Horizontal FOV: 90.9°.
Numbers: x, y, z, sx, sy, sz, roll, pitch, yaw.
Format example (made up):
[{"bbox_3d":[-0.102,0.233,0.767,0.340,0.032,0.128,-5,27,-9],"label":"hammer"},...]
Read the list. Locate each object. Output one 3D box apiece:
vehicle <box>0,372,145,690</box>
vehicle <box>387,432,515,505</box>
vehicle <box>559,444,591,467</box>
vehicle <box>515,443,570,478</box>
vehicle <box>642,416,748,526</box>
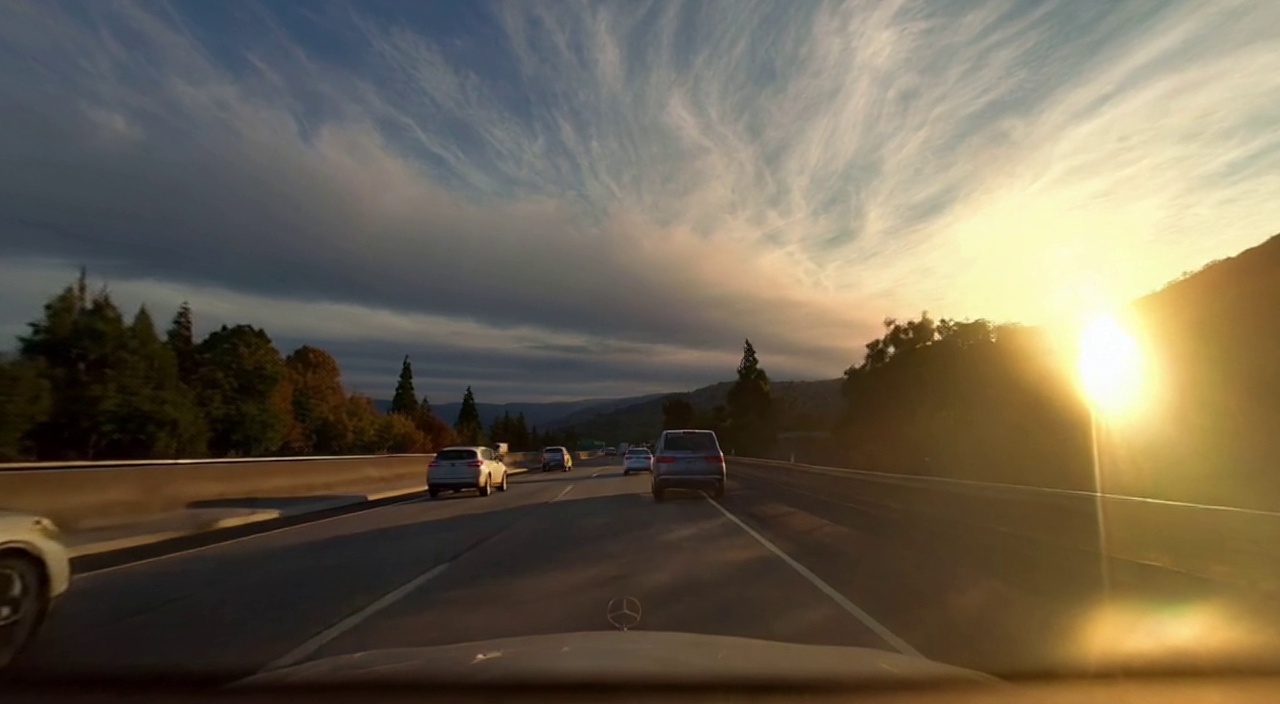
[{"bbox_3d":[-4.375,0.766,2.161,2.034,1.642,3.969,0,-9,1],"label":"vehicle"},{"bbox_3d":[-4.730,2.976,16.501,1.934,1.642,4.201,0,-9,2],"label":"vehicle"},{"bbox_3d":[-4.548,7.362,44.798,1.855,1.527,4.209,0,-9,0],"label":"vehicle"},{"bbox_3d":[-4.470,5.029,29.408,1.867,1.489,3.829,0,-9,1],"label":"vehicle"},{"bbox_3d":[0.971,2.400,13.153,1.825,1.920,3.960,0,-9,0],"label":"vehicle"}]
